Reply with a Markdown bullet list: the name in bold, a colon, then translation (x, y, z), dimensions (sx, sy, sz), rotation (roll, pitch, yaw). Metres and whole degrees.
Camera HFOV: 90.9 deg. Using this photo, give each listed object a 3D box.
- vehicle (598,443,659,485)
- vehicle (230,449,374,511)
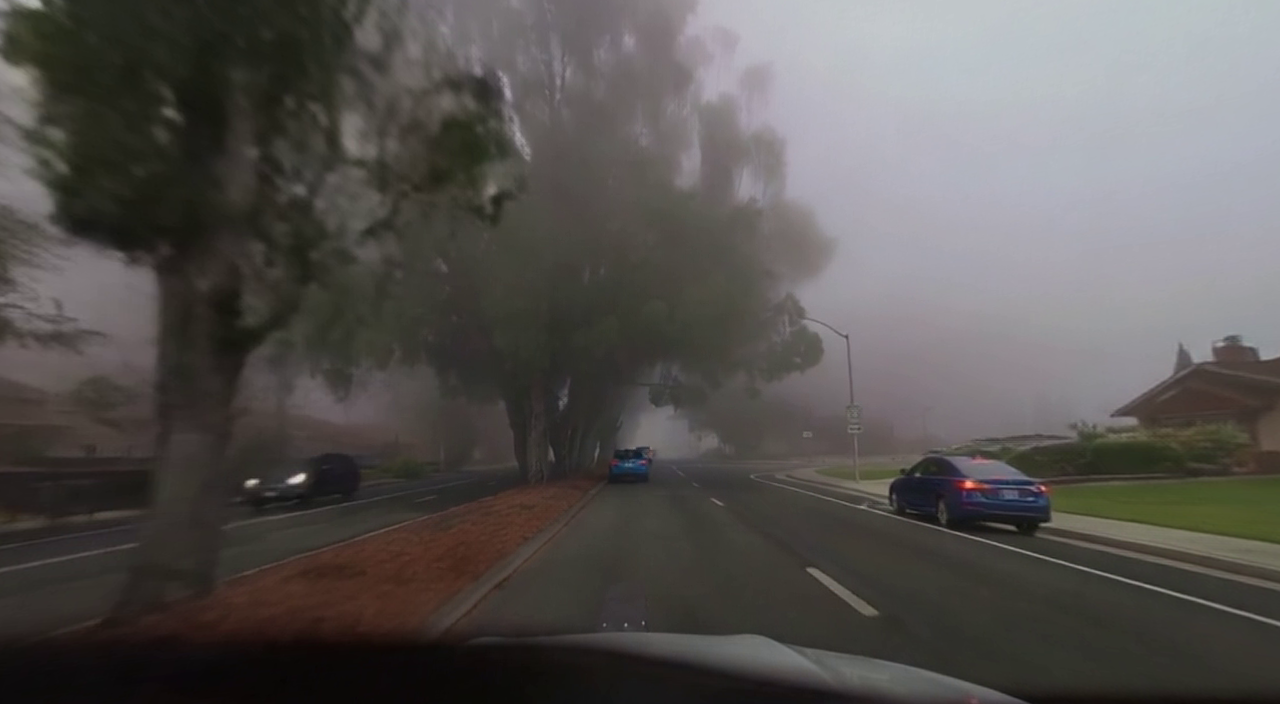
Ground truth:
- **vehicle**: translation (-0.484, 4.371, 24.957), dimensions (2.158, 1.469, 4.909), rotation (0, -9, -2)
- **vehicle**: translation (-9.418, 3.553, 17.967), dimensions (1.945, 1.530, 3.740), rotation (-1, -9, 1)
